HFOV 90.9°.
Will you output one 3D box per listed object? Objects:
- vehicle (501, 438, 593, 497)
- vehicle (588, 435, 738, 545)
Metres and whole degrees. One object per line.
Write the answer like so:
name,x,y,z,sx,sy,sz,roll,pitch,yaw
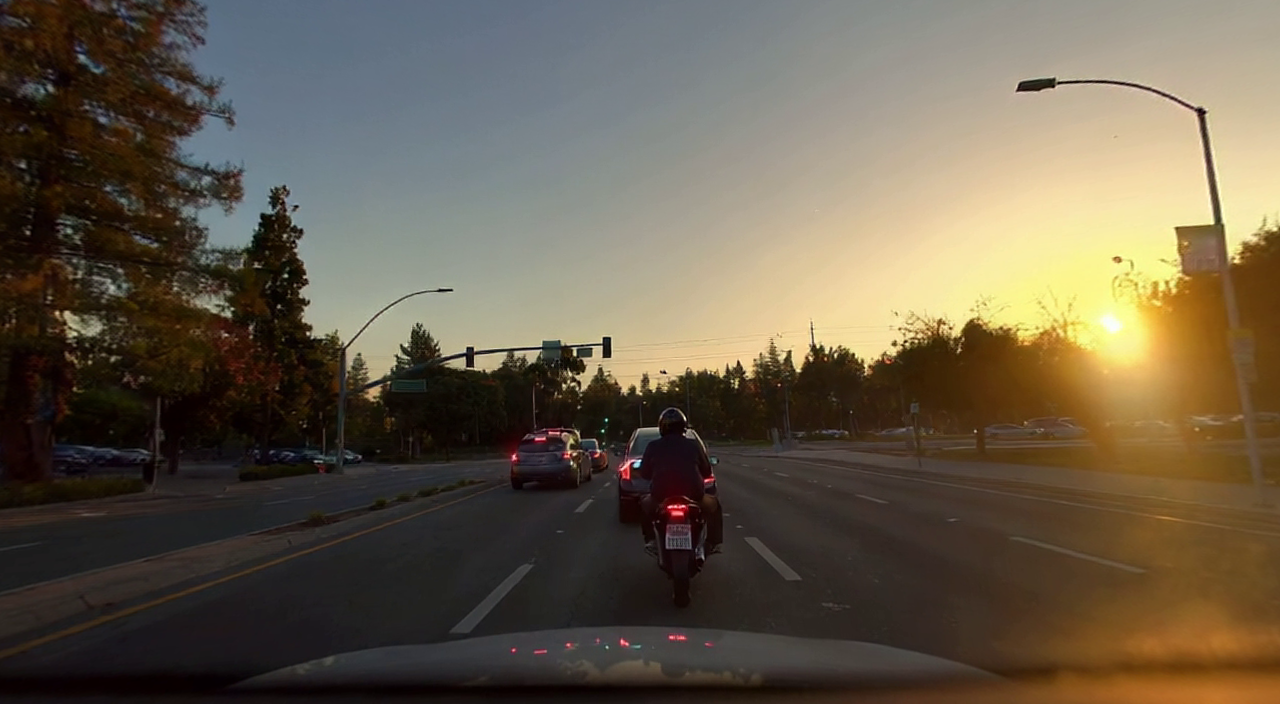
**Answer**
vehicle,-2.547,3.284,18.294,1.979,1.499,3.840,-1,-8,2
vehicle,0.336,2.196,10.832,2.009,1.450,4.608,-1,-8,1
